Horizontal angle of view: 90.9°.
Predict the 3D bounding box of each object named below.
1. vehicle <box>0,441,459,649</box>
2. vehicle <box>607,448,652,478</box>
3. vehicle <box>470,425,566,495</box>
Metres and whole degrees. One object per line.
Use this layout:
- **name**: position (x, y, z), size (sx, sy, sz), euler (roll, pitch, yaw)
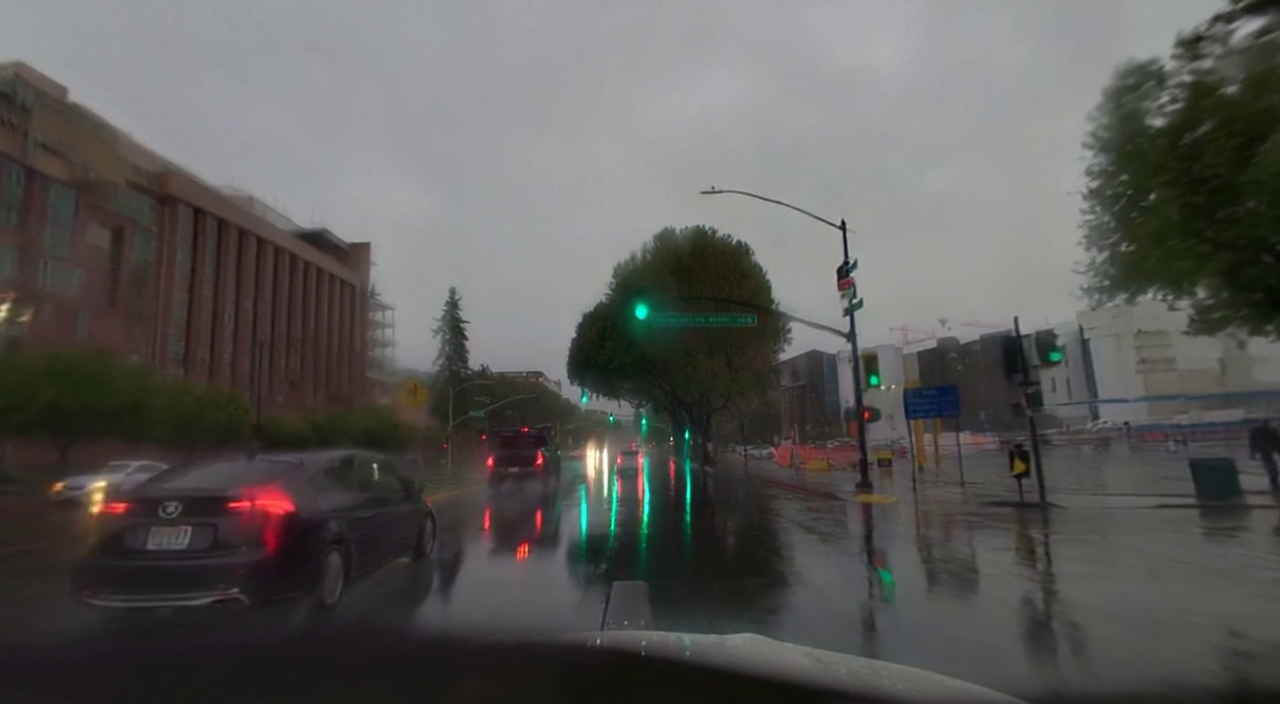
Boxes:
- **vehicle**: position (-3.549, 1.670, 6.650), size (1.959, 1.406, 4.527), euler (0, -9, -1)
- **vehicle**: position (-0.558, 5.609, 32.224), size (2.171, 1.422, 4.146), euler (0, -9, -1)
- **vehicle**: position (-3.865, 3.535, 20.925), size (2.240, 2.054, 4.662), euler (0, -9, 0)
